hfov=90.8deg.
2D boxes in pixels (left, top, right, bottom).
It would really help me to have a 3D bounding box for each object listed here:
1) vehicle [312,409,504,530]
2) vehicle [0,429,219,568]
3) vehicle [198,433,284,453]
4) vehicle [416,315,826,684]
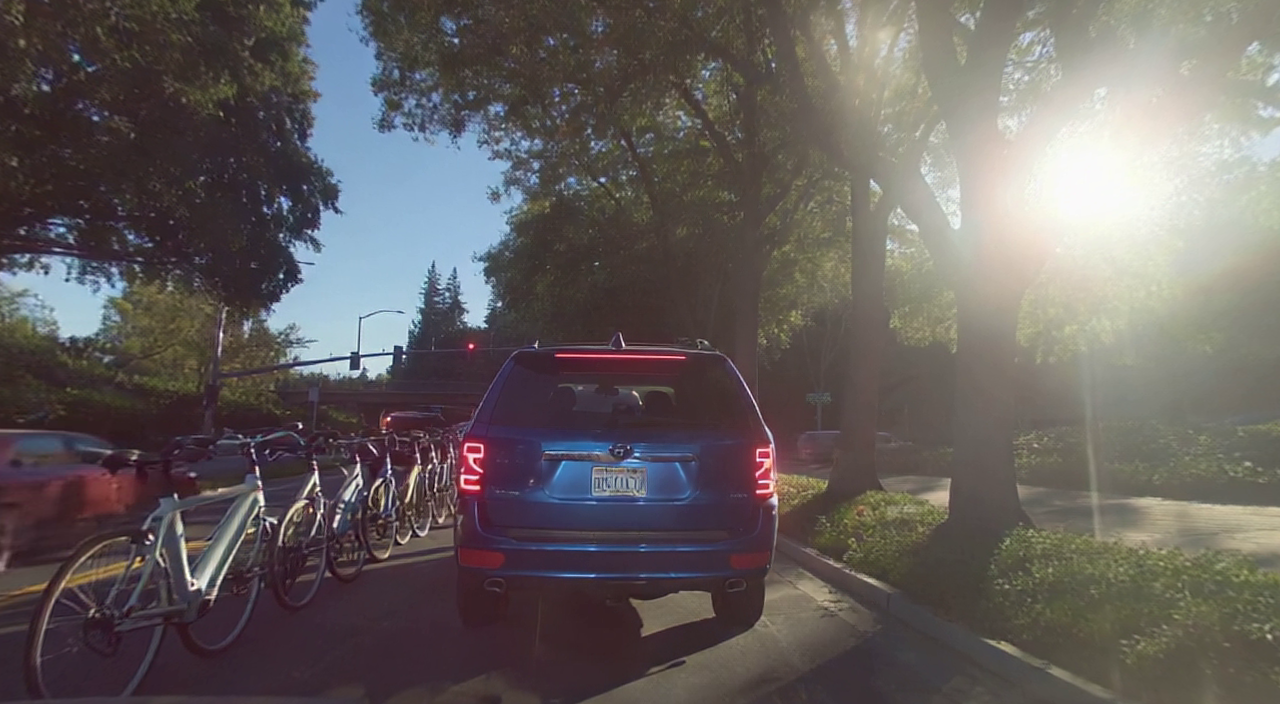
[{"bbox_3d":[-4.207,2.230,12.643,2.337,1.858,5.409,1,-9,-7],"label":"vehicle"},{"bbox_3d":[-8.007,1.790,8.209,2.026,1.479,4.712,0,-8,-4],"label":"vehicle"},{"bbox_3d":[-30.203,6.912,47.884,5.107,1.499,1.778,1,-9,-8],"label":"vehicle"},{"bbox_3d":[-0.246,1.159,6.003,2.333,2.087,4.586,0,-8,-4],"label":"vehicle"}]
